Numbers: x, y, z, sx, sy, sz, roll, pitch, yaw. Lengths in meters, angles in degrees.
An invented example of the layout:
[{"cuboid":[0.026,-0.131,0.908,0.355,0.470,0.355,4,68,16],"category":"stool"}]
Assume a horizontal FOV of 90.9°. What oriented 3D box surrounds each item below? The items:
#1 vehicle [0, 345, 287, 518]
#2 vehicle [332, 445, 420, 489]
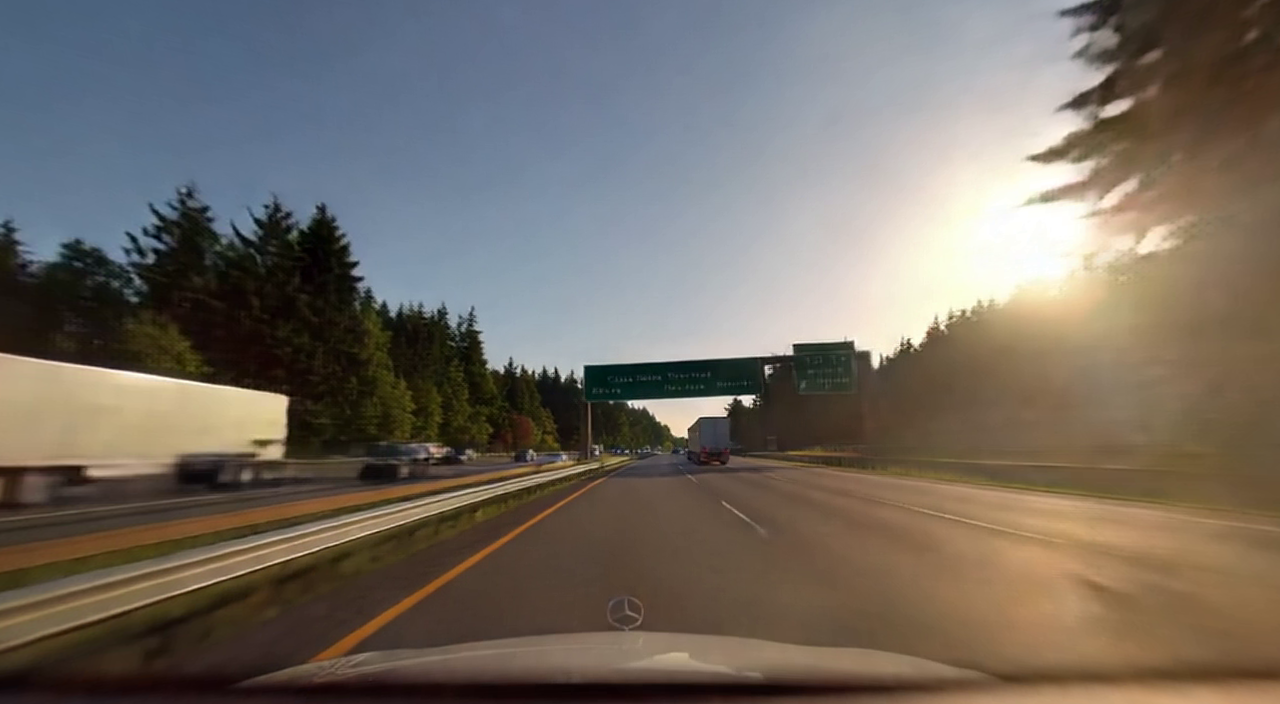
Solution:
[{"cuboid":[-16.353,2.546,19.156,2.852,4.027,14.081,0,-9,1],"category":"vehicle"},{"cuboid":[-11.574,5.047,27.970,2.033,1.808,4.059,0,-9,1],"category":"vehicle"}]
